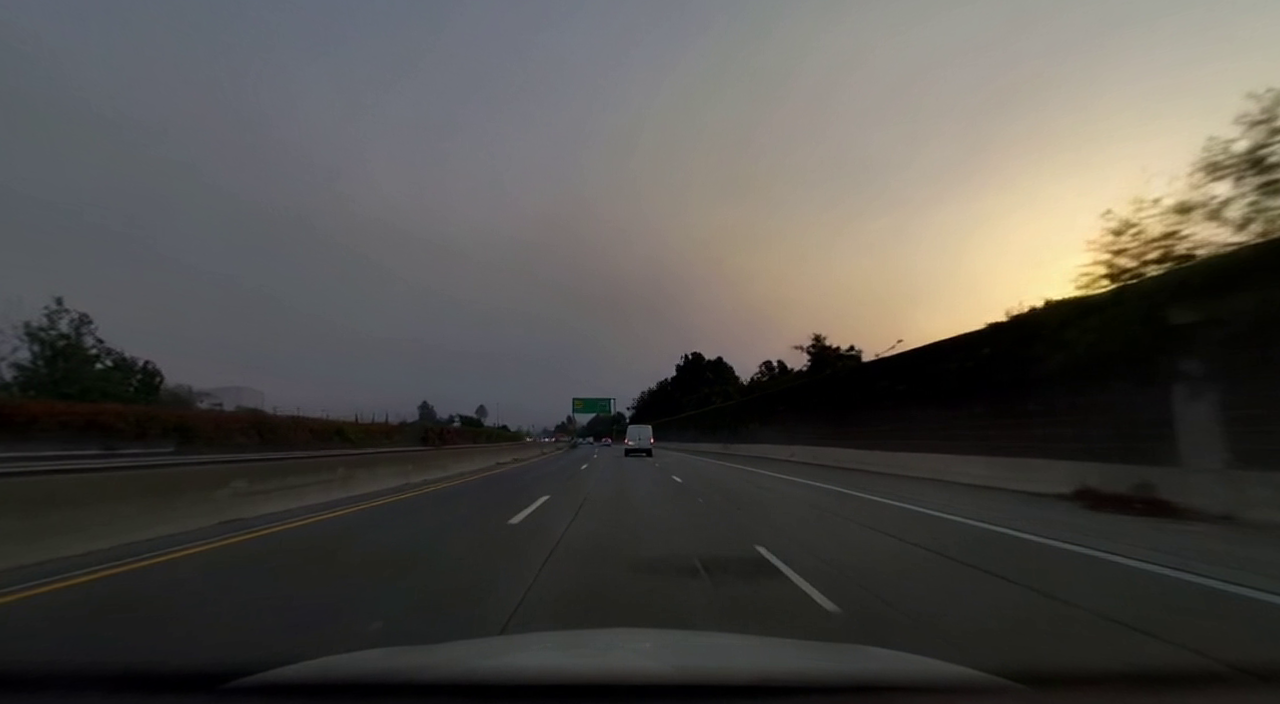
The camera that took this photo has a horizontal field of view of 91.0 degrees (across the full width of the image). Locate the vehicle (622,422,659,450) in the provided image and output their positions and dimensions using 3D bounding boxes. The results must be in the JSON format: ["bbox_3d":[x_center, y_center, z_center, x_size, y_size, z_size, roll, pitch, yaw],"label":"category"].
[{"bbox_3d":[-0.027,5.460,40.749,2.157,1.647,4.524,0,-8,-3],"label":"vehicle"}]
